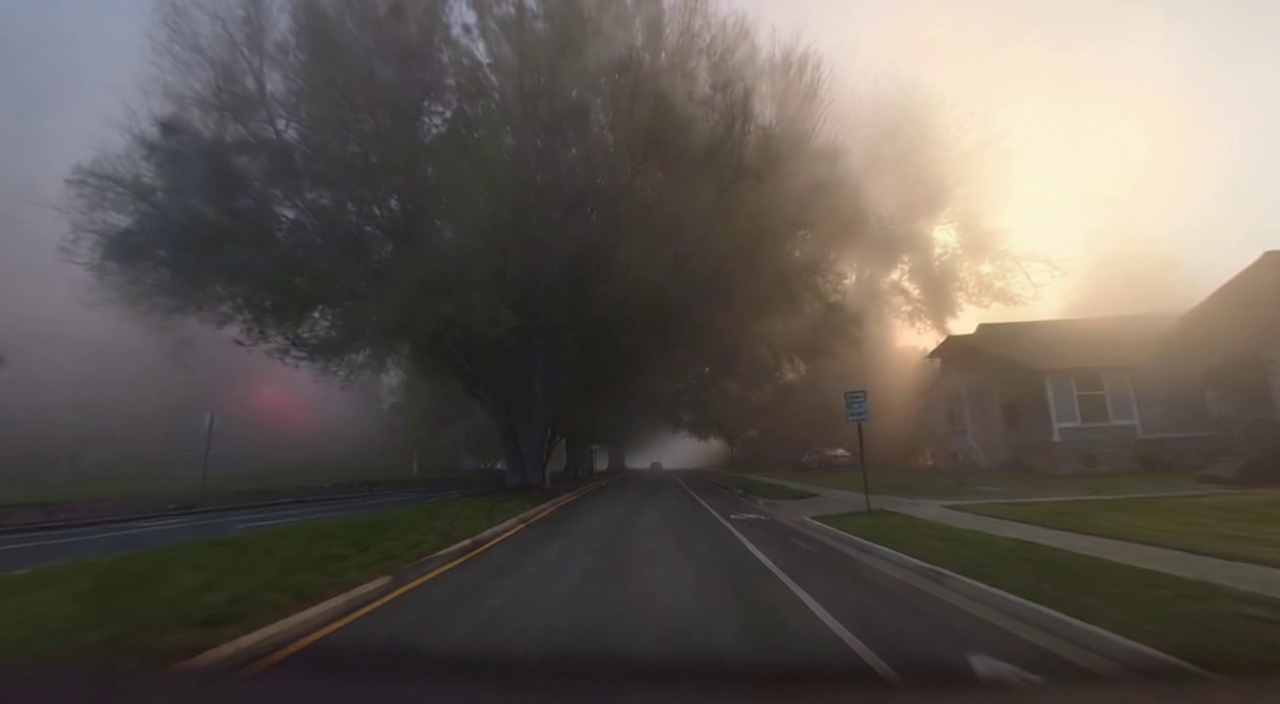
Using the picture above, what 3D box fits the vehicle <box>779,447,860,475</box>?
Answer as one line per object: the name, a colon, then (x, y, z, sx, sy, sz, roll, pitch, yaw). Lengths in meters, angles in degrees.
vehicle: (12.175, 7.417, 42.782, 4.807, 1.865, 2.160, 0, -9, 1)
